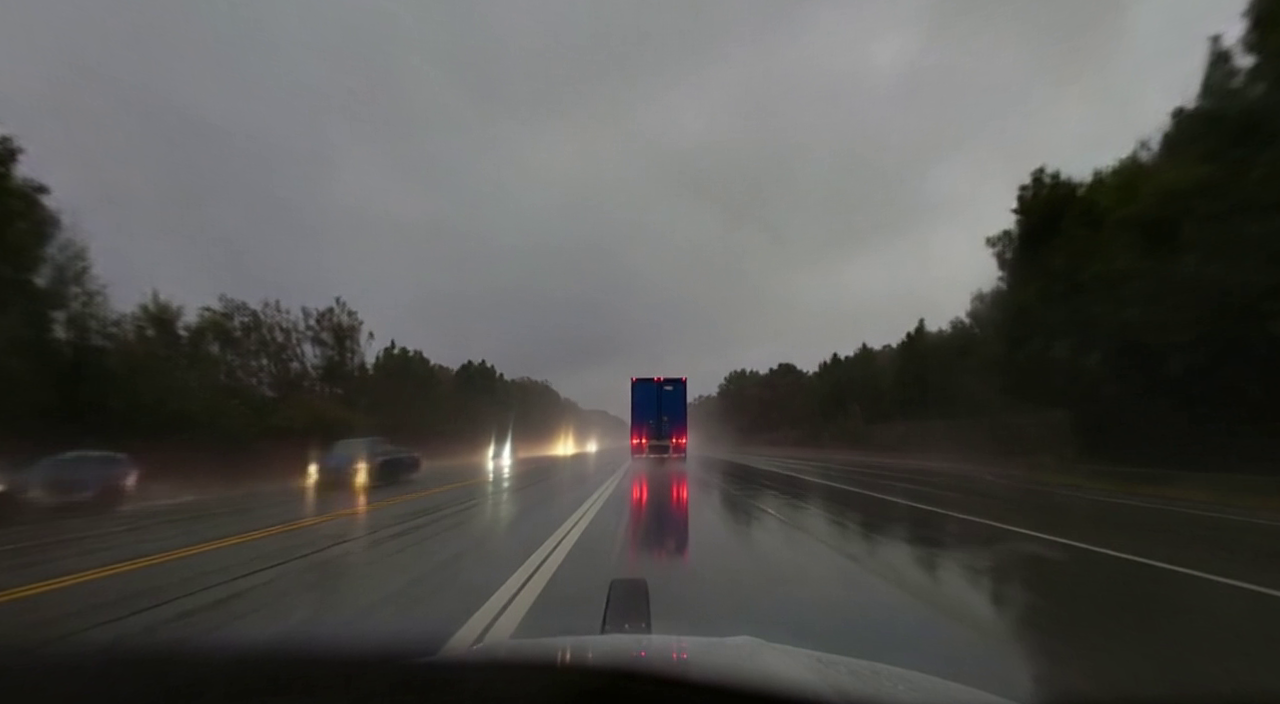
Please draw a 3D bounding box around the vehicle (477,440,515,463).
[{"bbox_3d":[-11.341,7.873,49.821,1.873,1.712,4.097,0,-8,2],"label":"vehicle"}]

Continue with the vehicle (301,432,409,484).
[{"bbox_3d":[-11.653,4.367,26.207,2.133,1.942,4.865,0,-8,1],"label":"vehicle"}]

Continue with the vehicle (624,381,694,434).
[{"bbox_3d":[0.646,2.322,25.347,2.509,1.890,4.732,0,-8,-2],"label":"vehicle"}]

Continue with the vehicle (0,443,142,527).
[{"bbox_3d":[-15.191,3.204,15.512,2.000,1.847,4.664,-2,-8,0],"label":"vehicle"}]
